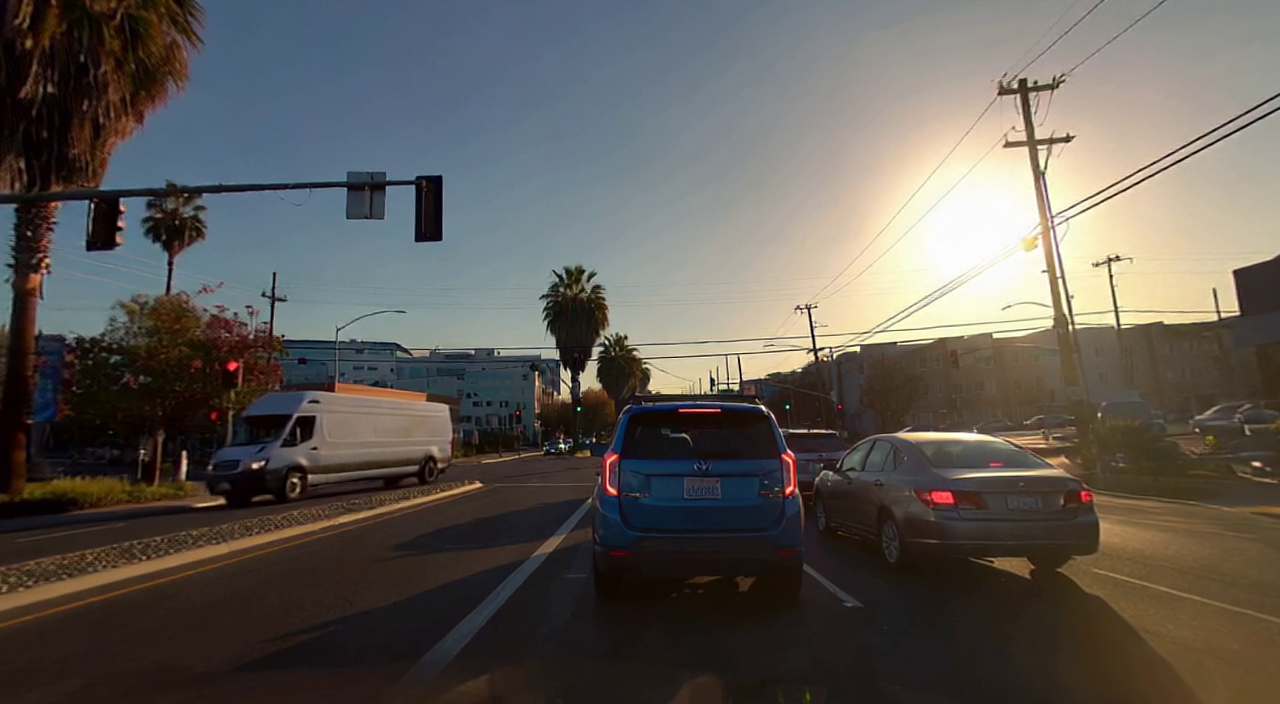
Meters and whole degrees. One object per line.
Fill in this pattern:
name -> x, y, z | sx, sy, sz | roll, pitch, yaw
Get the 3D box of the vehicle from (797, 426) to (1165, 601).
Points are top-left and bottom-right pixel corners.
vehicle -> 3.430, 1.687, 7.515 | 1.895, 1.456, 4.255 | 0, -9, -2

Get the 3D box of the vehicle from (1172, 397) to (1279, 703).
vehicle -> 3.358, 0.654, 0.672 | 1.805, 1.485, 4.348 | 0, -9, 1

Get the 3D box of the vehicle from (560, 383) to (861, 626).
vehicle -> 0.445, 1.440, 6.885 | 2.228, 1.780, 4.269 | 0, -9, -2

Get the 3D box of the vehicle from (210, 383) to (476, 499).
vehicle -> -11.654, 3.865, 27.079 | 2.973, 3.889, 11.535 | -3, -9, 19
